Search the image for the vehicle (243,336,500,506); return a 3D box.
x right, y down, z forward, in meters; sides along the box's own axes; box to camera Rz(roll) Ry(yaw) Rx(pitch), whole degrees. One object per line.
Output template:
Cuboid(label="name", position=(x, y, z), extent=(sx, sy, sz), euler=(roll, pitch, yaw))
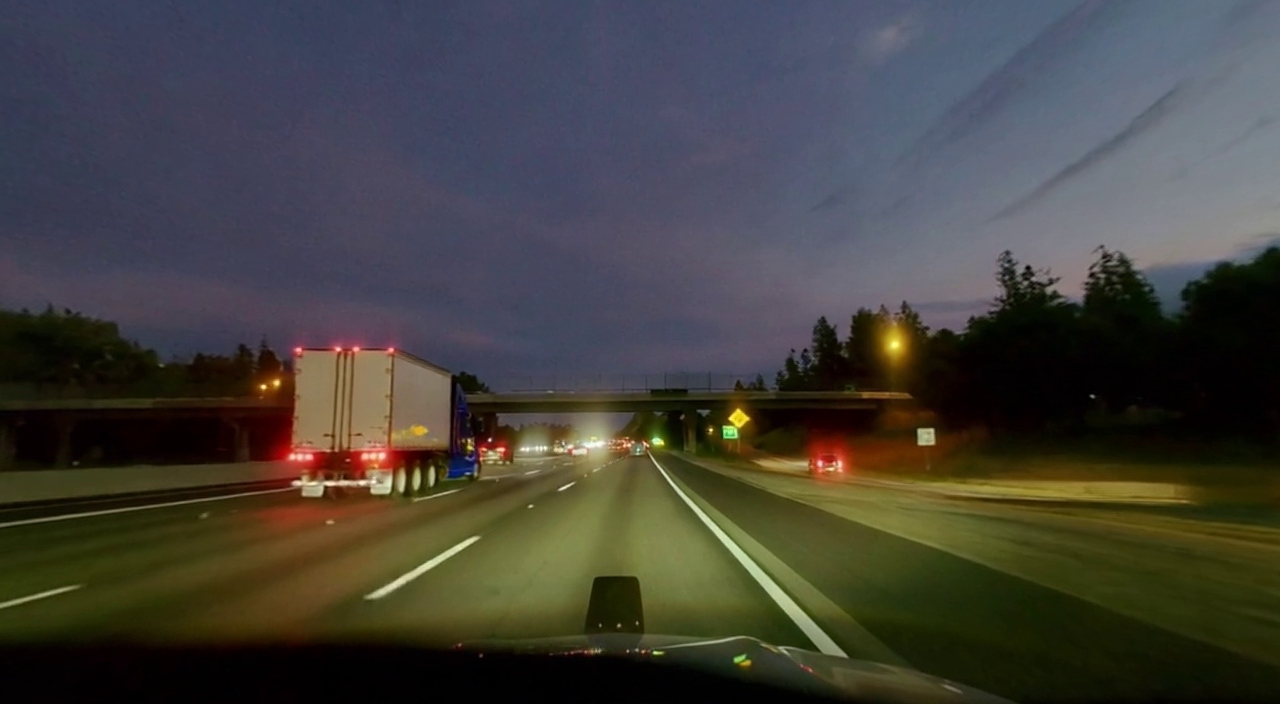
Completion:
Cuboid(label="vehicle", position=(-7.189, 2.299, 19.452), extent=(3.303, 3.868, 10.298), euler=(0, -9, 0))

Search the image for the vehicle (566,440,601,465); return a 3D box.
Cuboid(label="vehicle", position=(-4.087, 7.341, 46.076), extent=(2.094, 1.695, 4.260), euler=(0, -9, 1))
